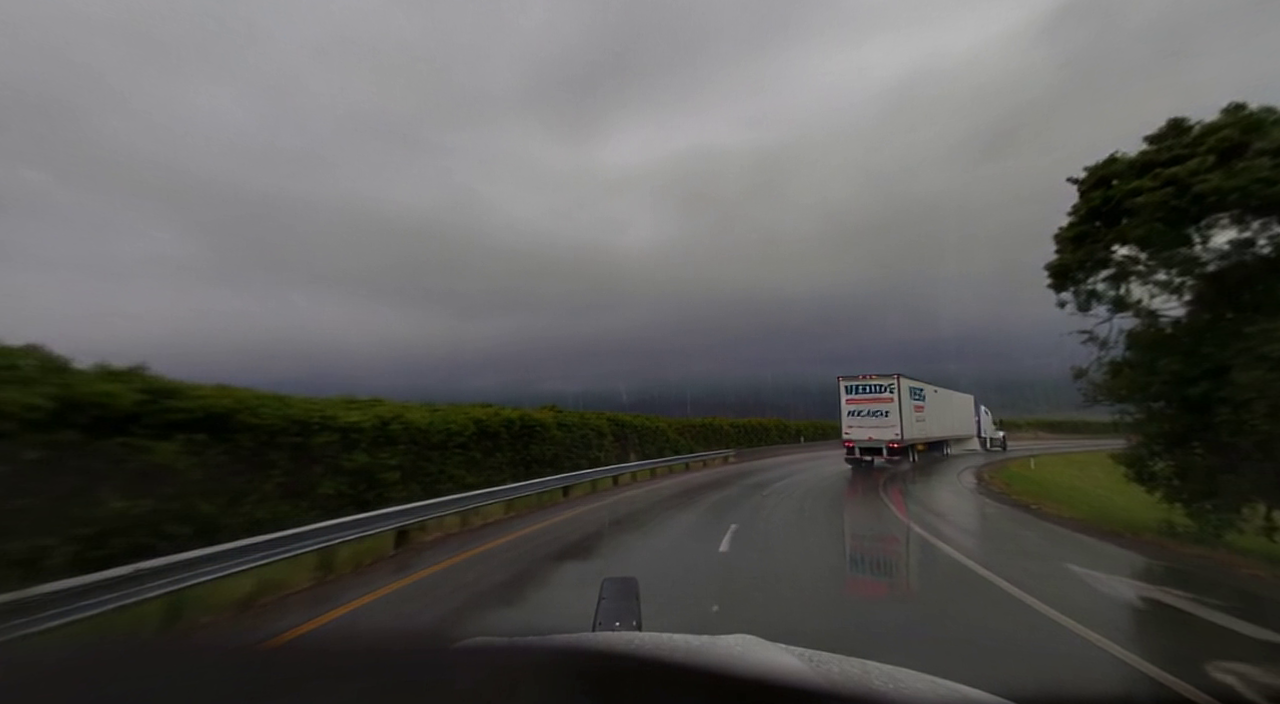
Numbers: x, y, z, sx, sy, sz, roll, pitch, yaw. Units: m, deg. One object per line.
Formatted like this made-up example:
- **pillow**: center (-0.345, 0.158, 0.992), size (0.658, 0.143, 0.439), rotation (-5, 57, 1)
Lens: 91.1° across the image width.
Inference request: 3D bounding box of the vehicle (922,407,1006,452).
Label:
- **vehicle**: center (19.890, 4.758, 38.397), size (6.650, 2.524, 2.120), rotation (7, -10, -41)

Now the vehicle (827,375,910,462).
- **vehicle**: center (10.817, 3.178, 29.650), size (2.963, 3.771, 3.137), rotation (-4, -9, 30)
